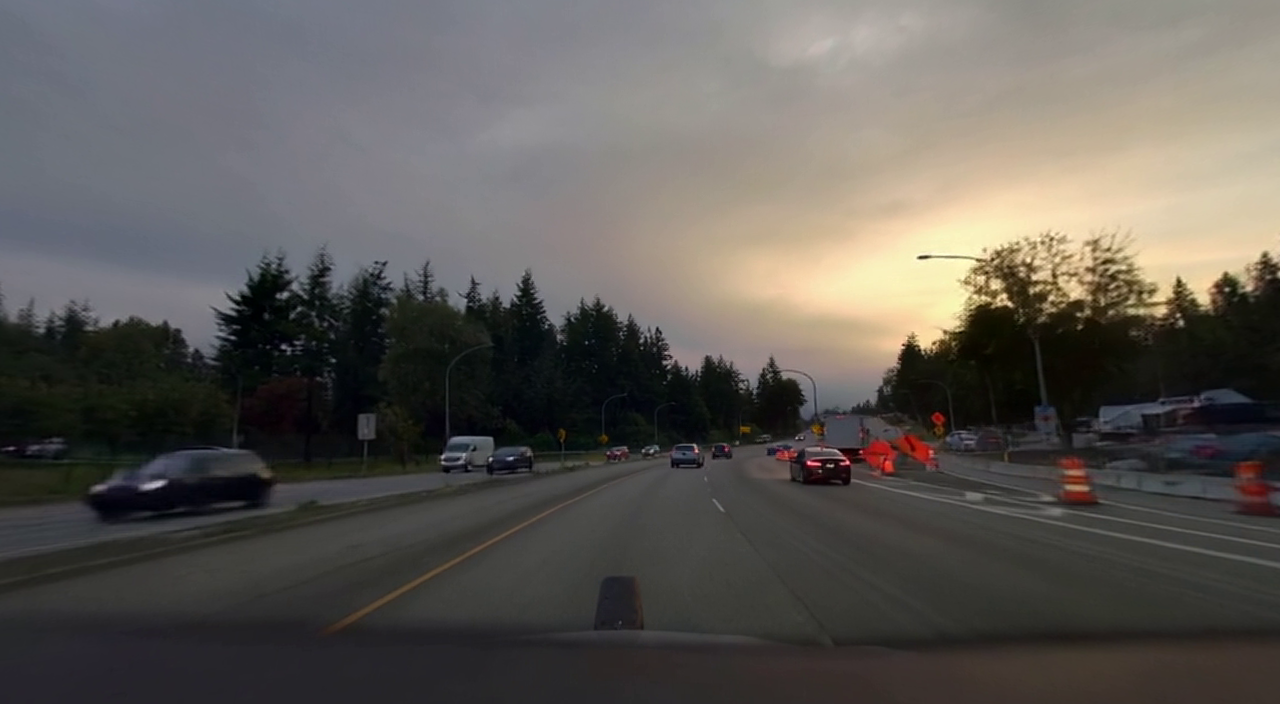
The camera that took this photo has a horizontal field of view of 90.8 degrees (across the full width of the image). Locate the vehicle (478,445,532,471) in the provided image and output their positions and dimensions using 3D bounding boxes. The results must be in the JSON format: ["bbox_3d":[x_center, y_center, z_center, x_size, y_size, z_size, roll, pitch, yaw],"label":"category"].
[{"bbox_3d":[-8.815,6.930,41.664,1.903,1.593,4.593,-1,-9,10],"label":"vehicle"}]

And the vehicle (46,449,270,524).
[{"bbox_3d":[-11.705,3.269,15.868,2.051,1.569,4.425,-1,-9,1],"label":"vehicle"}]

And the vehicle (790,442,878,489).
[{"bbox_3d":[6.668,3.923,22.196,2.044,1.474,4.083,-1,-8,4],"label":"vehicle"}]

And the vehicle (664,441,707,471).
[{"bbox_3d":[2.811,6.223,38.051,2.201,1.676,4.541,-1,-9,9],"label":"vehicle"}]

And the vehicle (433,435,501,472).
[{"bbox_3d":[-12.352,7.305,45.576,2.569,2.444,5.774,-1,-9,8],"label":"vehicle"}]
